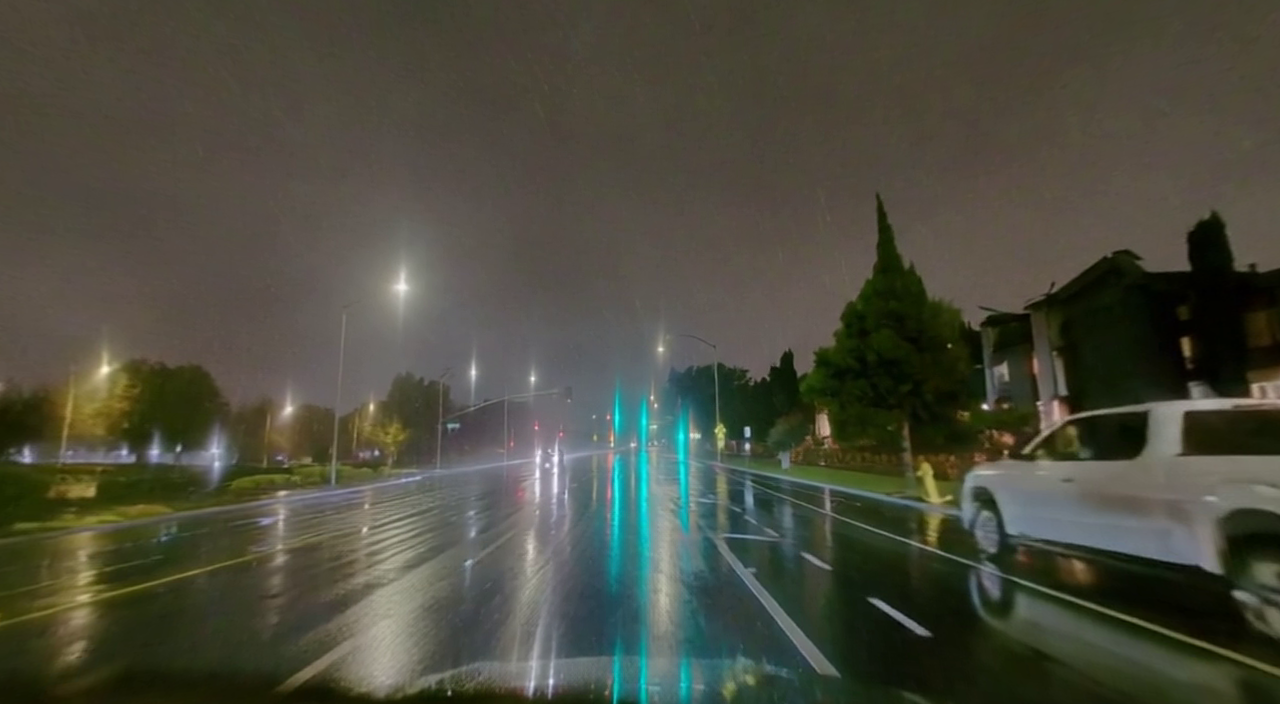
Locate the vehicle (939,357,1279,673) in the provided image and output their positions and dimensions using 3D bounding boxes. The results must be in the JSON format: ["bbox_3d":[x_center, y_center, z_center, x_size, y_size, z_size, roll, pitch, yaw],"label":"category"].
[{"bbox_3d":[4.830,1.188,5.264,2.115,1.843,5.141,0,-8,0],"label":"vehicle"}]
